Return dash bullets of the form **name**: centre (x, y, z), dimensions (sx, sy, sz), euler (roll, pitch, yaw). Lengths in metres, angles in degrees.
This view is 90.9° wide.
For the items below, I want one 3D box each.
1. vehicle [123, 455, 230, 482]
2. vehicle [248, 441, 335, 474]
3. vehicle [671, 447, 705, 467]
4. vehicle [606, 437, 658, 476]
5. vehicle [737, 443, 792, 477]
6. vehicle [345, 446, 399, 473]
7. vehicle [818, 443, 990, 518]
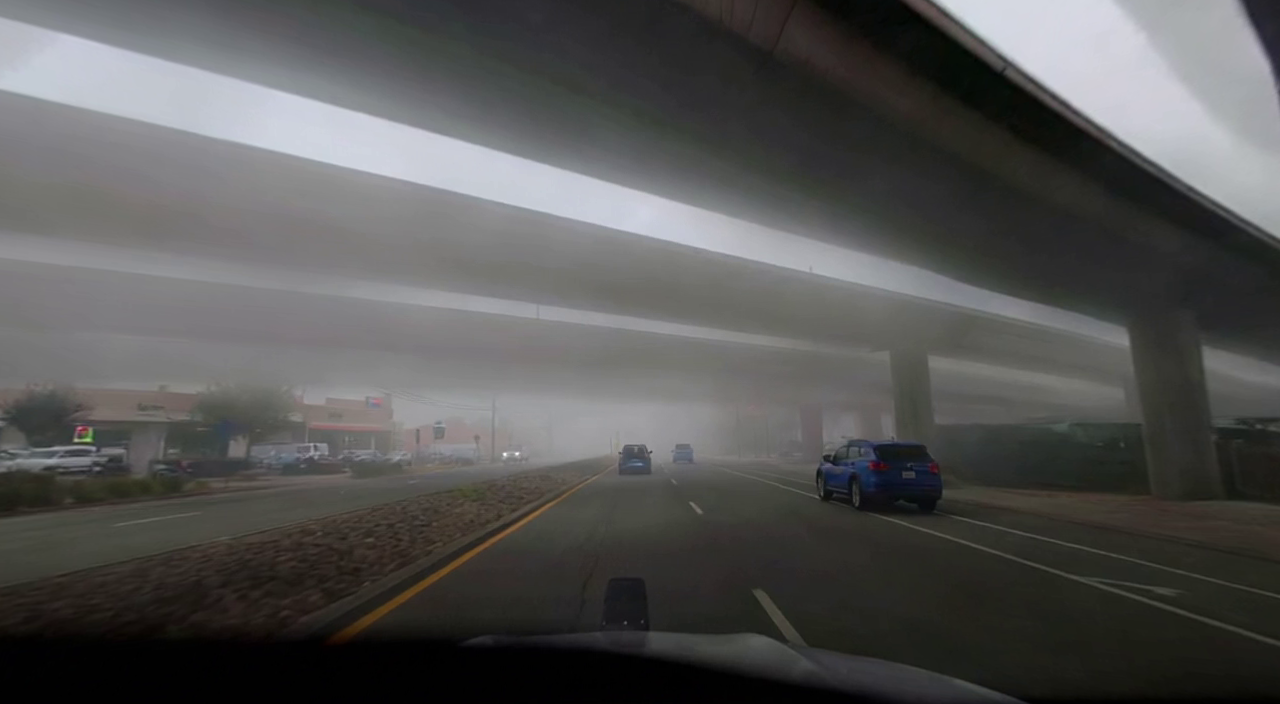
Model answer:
- **vehicle**: centre (-26.850, 6.760, 36.686), dimensions (4.582, 1.429, 1.962), euler (3, -9, -21)
- **vehicle**: centre (-25.207, 7.645, 46.063), dimensions (2.510, 2.180, 7.492), euler (0, -8, -4)
- **vehicle**: centre (3.534, 7.806, 47.095), dimensions (2.126, 1.375, 4.241), euler (0, -8, -1)
- **vehicle**: centre (-0.359, 5.257, 32.041), dimensions (2.441, 1.813, 4.581), euler (0, -8, 1)
- **vehicle**: centre (6.584, 5.747, 33.808), dimensions (1.974, 1.663, 4.299), euler (0, -8, -1)
- **vehicle**: centre (-19.524, 7.809, 46.125), dimensions (1.989, 1.820, 4.427), euler (0, -9, -1)
- **vehicle**: centre (5.968, 2.928, 14.984), dimensions (1.954, 1.479, 4.557), euler (0, -8, -3)
